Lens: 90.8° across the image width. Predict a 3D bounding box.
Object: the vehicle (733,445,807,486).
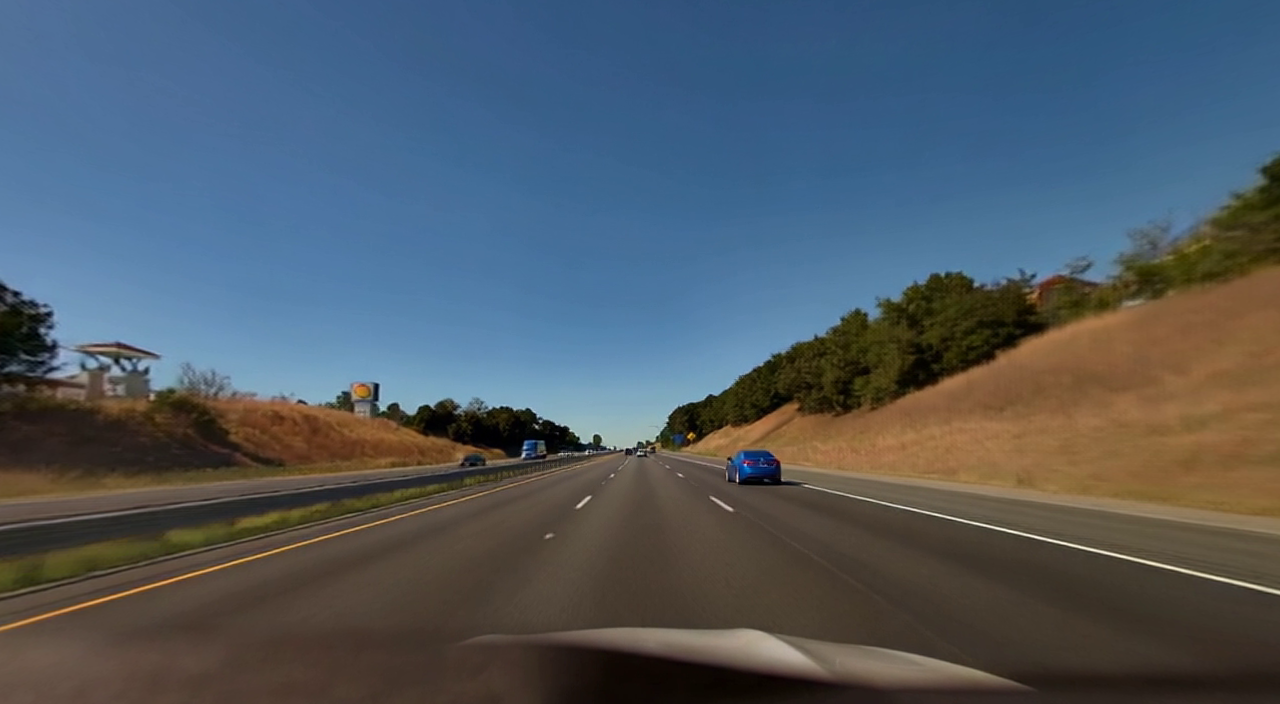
[{"bbox_3d":[4.966,4.385,24.682,1.967,1.472,3.751,0,-9,-2],"label":"vehicle"}]
